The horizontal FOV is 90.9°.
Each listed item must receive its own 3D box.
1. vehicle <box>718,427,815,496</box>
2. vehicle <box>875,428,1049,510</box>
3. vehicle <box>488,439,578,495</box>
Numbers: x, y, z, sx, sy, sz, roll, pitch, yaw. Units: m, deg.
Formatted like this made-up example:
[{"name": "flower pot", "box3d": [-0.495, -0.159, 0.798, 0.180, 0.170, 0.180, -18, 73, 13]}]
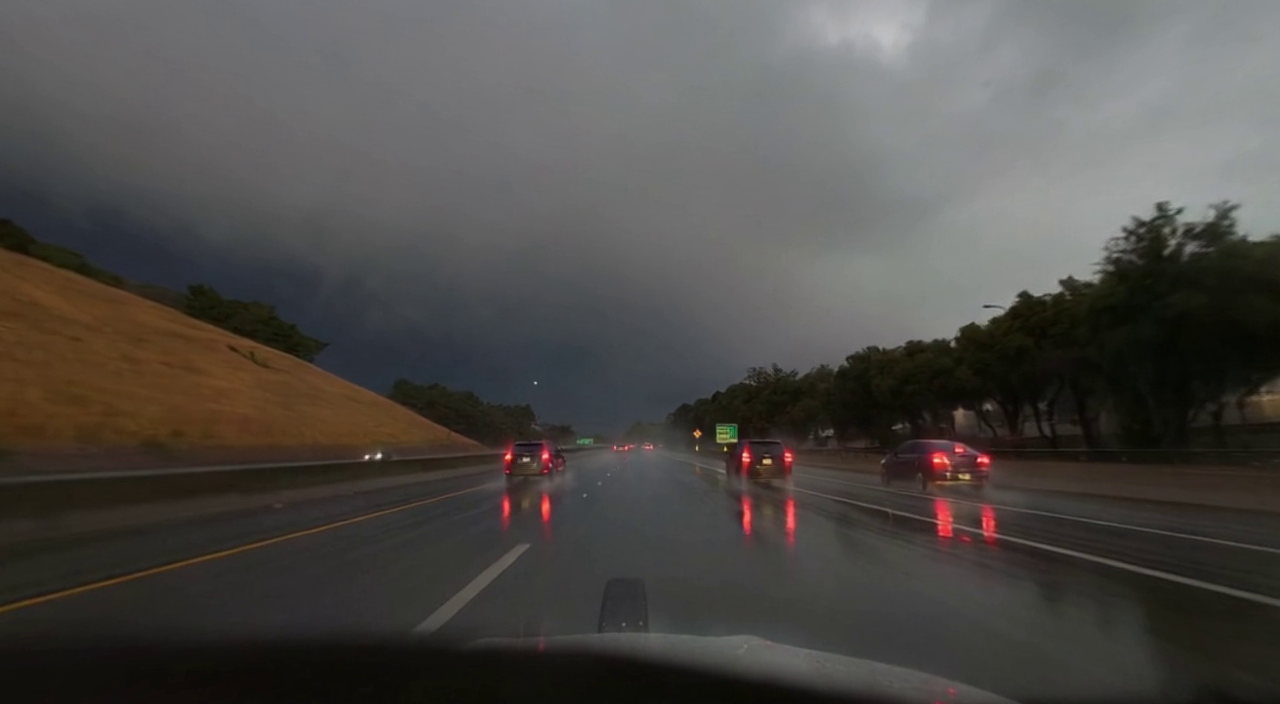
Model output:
[{"name": "vehicle", "box3d": [3.924, 3.488, 20.521, 2.121, 1.925, 5.056, 0, -8, 0]}, {"name": "vehicle", "box3d": [7.679, 2.802, 15.632, 1.998, 1.717, 4.338, 0, -8, 0]}, {"name": "vehicle", "box3d": [-3.476, 3.831, 21.443, 2.166, 1.672, 4.388, -1, -8, 2]}]
